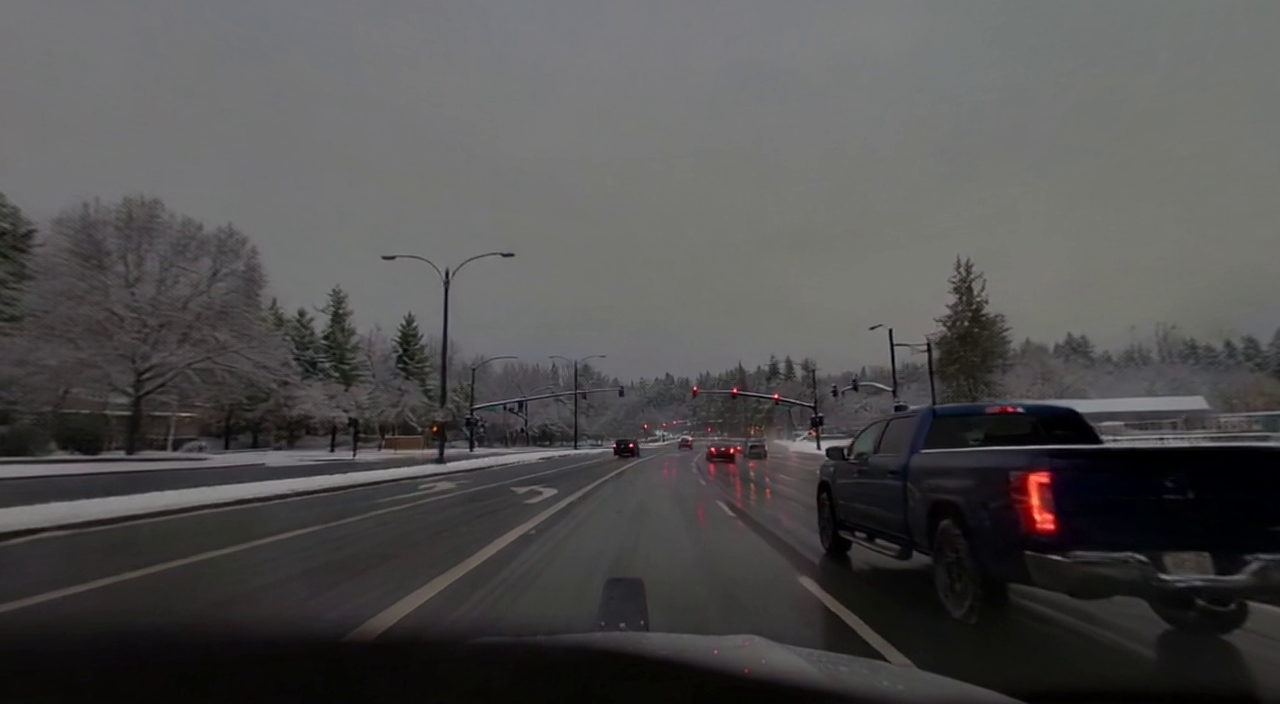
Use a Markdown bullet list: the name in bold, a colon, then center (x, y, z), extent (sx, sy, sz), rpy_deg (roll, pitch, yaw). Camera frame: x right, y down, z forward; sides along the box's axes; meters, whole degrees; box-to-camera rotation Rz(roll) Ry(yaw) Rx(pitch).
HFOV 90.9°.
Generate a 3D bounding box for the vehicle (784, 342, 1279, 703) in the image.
- **vehicle**: center (3.200, 1.250, 5.806), extent (2.333, 1.777, 5.713), rpy_deg (0, -8, -1)

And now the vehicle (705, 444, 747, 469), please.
- **vehicle**: center (5.720, 6.989, 42.405), extent (2.292, 1.563, 4.734), rpy_deg (-1, -8, 2)

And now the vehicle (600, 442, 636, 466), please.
- **vehicle**: center (-1.483, 7.078, 43.762), extent (1.958, 1.542, 4.175), rpy_deg (-1, -9, 5)

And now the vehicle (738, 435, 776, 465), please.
- **vehicle**: center (9.044, 7.592, 49.070), extent (2.186, 2.202, 5.426), rpy_deg (-1, -9, 3)
